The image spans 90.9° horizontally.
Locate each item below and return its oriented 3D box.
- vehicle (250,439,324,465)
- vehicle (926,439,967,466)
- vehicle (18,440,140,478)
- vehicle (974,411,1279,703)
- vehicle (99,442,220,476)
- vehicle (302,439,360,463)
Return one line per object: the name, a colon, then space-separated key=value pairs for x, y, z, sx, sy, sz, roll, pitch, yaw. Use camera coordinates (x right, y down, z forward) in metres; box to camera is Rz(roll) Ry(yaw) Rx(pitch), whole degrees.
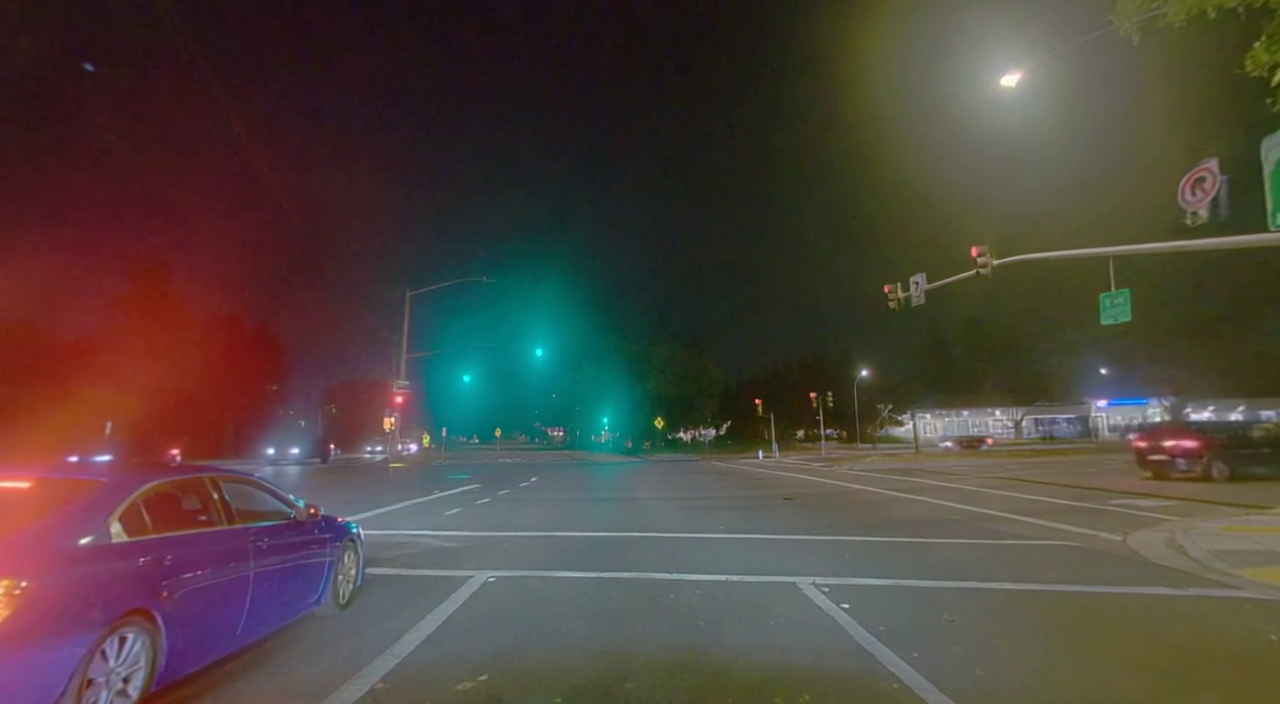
vehicle: x=-27.438 y=7.810 z=49.360 sx=2.233 sy=1.889 sz=6.305 roll=0 pitch=-8 yaw=-1
vehicle: x=18.134 y=5.908 z=37.169 sx=1.930 sy=1.492 sz=4.703 roll=-5 pitch=-9 yaw=27
vehicle: x=-26.772 y=5.090 z=30.315 sx=1.886 sy=1.694 sz=4.420 roll=0 pitch=-8 yaw=-2
vehicle: x=4.113 y=1.070 z=3.306 sx=1.940 sy=1.487 sz=4.562 roll=0 pitch=-8 yaw=-5
vehicle: x=-22.735 y=5.059 z=30.130 sx=2.206 sy=1.447 sz=4.697 roll=0 pitch=-8 yaw=-2
vehicle: x=-23.762 y=7.619 z=48.657 sx=2.111 sy=1.742 sz=4.757 roll=0 pitch=-8 yaw=-2
